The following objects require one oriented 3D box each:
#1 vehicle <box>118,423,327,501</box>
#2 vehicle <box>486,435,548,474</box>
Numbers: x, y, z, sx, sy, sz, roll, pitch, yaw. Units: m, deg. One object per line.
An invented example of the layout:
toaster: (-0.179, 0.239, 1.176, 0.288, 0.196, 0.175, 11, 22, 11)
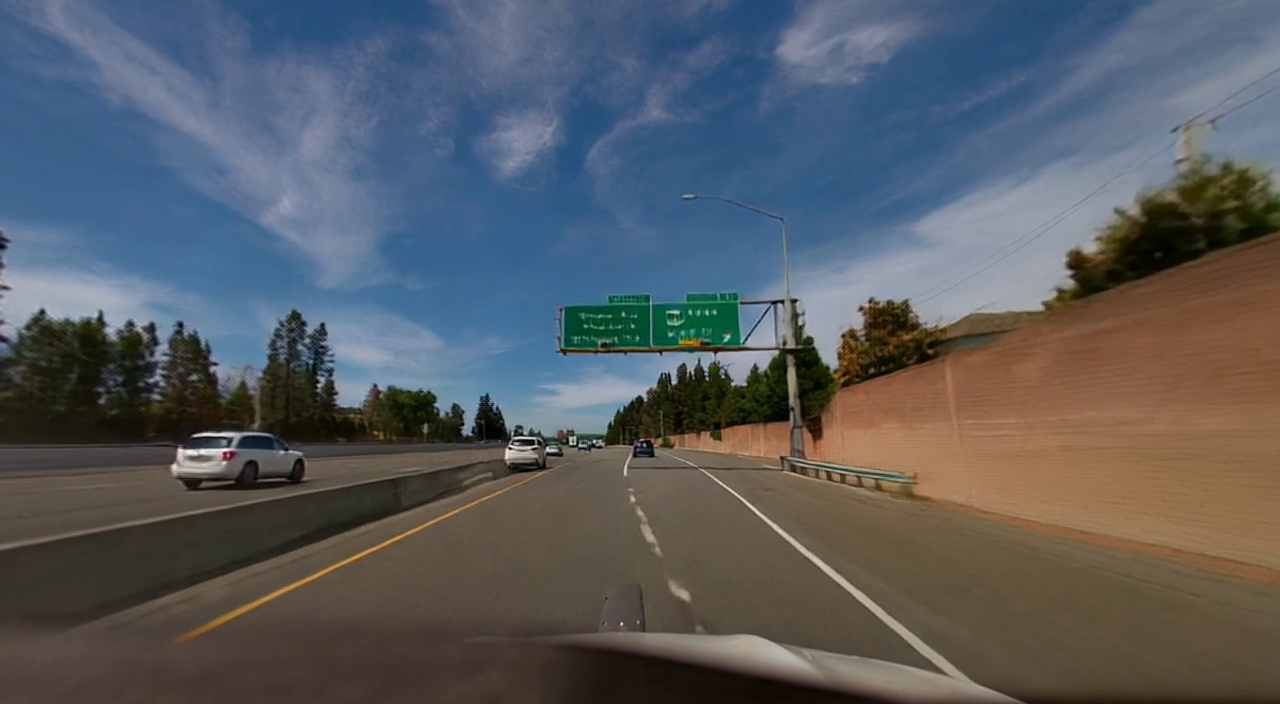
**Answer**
vehicle: (-9.966, 2.673, 15.631, 2.025, 1.618, 4.683, 0, -9, -1)
vehicle: (-5.910, 4.981, 30.820, 2.151, 1.707, 4.759, 0, -9, -1)
